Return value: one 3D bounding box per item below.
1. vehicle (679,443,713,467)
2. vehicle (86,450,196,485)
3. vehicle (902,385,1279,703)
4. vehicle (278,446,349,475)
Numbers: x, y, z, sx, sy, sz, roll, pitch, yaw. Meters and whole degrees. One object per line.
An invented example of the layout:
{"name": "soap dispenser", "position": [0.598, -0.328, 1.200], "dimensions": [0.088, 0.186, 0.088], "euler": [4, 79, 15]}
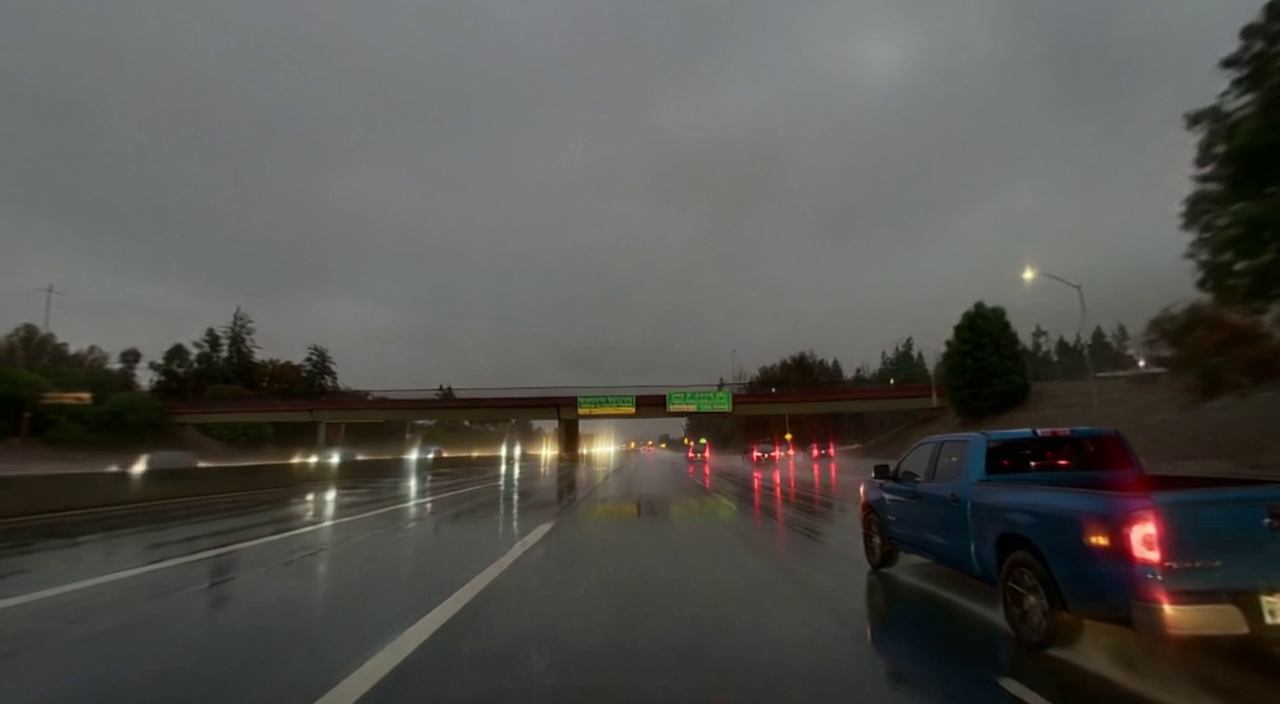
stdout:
{"name": "vehicle", "position": [4.033, 7.488, 45.942], "dimensions": [2.014, 1.643, 4.039], "euler": [0, -8, -1]}
{"name": "vehicle", "position": [-25.728, 5.955, 32.795], "dimensions": [1.888, 1.608, 4.652], "euler": [0, -8, 0]}
{"name": "vehicle", "position": [3.401, 1.010, 3.137], "dimensions": [2.119, 1.524, 4.807], "euler": [0, -8, 0]}
{"name": "vehicle", "position": [-21.684, 7.198, 42.132], "dimensions": [2.110, 1.746, 4.793], "euler": [0, -8, 0]}
